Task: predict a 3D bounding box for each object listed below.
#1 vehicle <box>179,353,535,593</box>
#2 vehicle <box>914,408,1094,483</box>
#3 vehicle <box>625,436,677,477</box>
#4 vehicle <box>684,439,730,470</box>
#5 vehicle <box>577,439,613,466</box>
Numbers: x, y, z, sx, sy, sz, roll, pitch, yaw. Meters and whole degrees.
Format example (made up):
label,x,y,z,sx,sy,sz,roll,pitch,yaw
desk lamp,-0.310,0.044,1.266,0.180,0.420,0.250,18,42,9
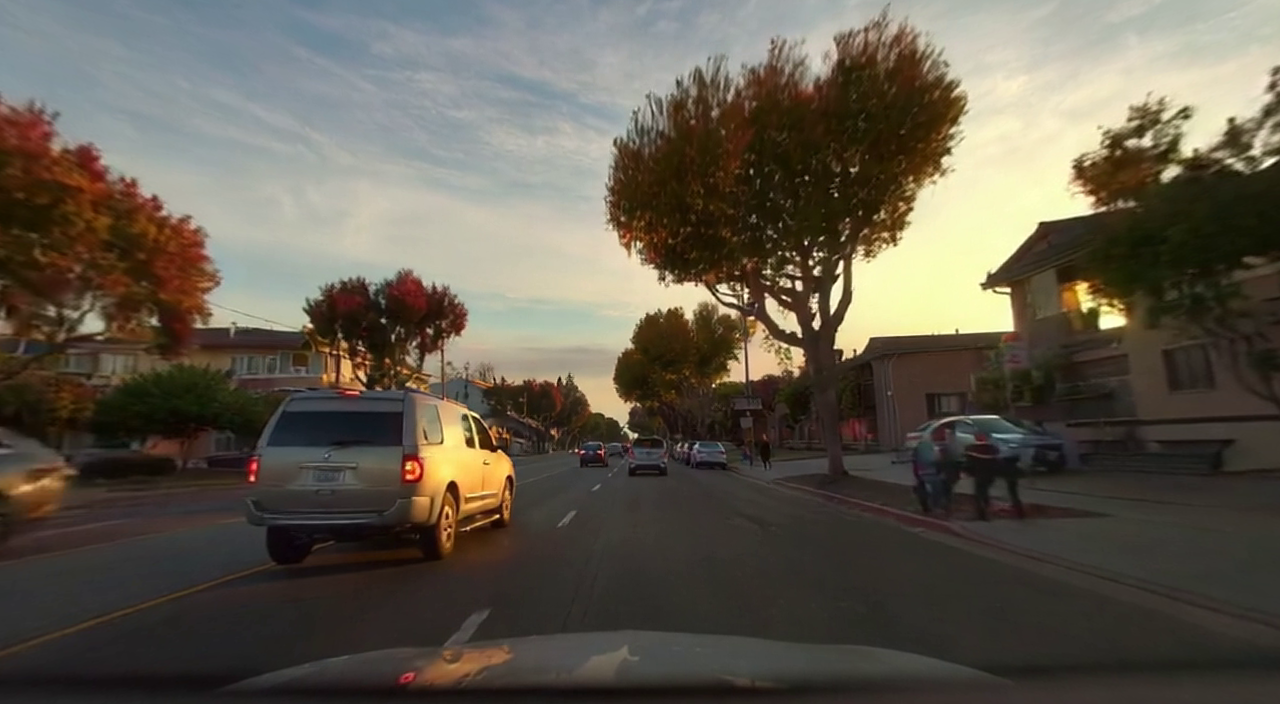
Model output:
label,x,y,z,sx,sy,sz,roll,pitch,yaw
vehicle,-2.931,1.452,8.231,2.213,2.123,5.124,0,-9,0
vehicle,10.581,2.820,19.103,2.062,1.897,5.751,0,-8,1
vehicle,0.441,4.628,28.140,2.126,1.657,4.132,0,-9,0
vehicle,3.773,5.842,36.187,1.947,1.646,4.782,0,-9,-2
vehicle,-2.877,6.576,41.318,2.028,1.689,4.162,0,-9,1
